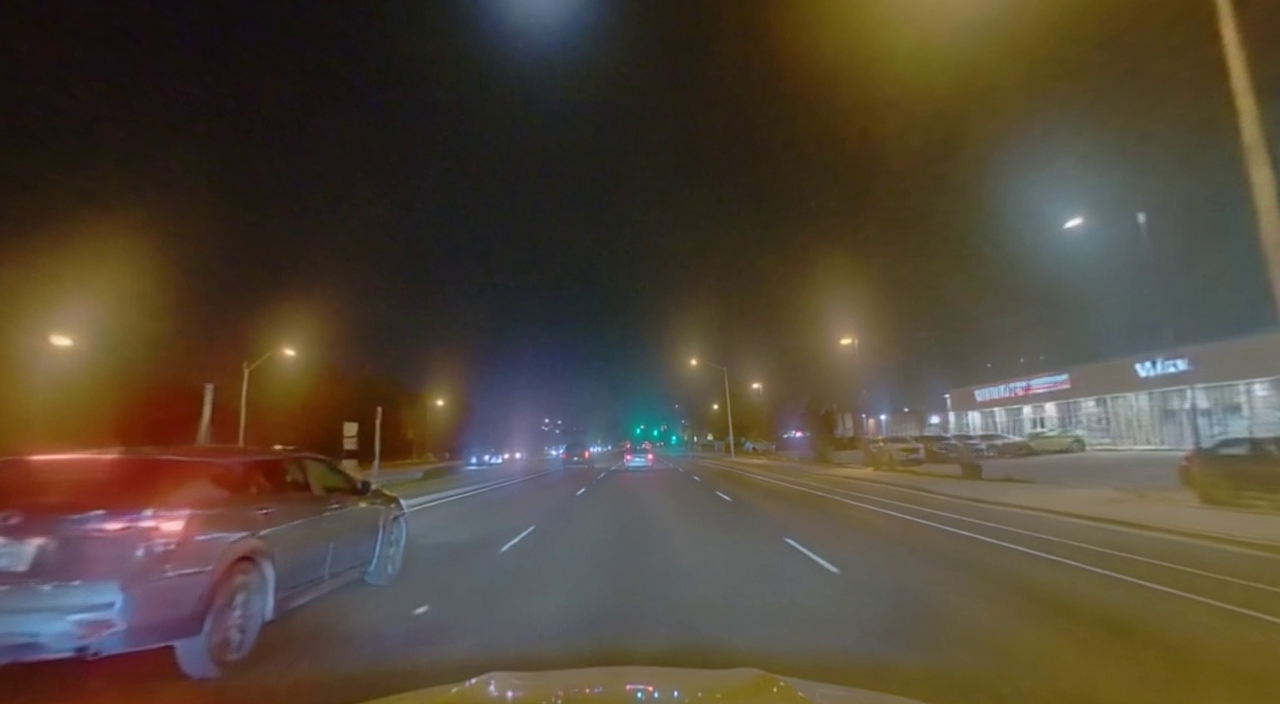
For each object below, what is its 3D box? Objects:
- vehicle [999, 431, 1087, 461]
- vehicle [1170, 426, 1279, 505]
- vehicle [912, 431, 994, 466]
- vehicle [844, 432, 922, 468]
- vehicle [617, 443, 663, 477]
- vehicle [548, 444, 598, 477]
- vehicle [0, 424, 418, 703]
[{"bbox_3d":[21.501,5.046,33.846,1.807,1.519,4.550,0,-8,1],"label":"vehicle"},{"bbox_3d":[13.328,2.215,12.337,1.914,1.523,4.747,-1,-8,3],"label":"vehicle"},{"bbox_3d":[16.262,5.054,33.058,1.930,1.713,4.756,0,-8,2],"label":"vehicle"},{"bbox_3d":[13.025,5.296,34.112,2.072,1.769,5.000,0,-8,-2],"label":"vehicle"},{"bbox_3d":[-0.017,4.981,29.247,2.019,1.459,4.005,0,-8,0],"label":"vehicle"},{"bbox_3d":[-3.200,5.254,30.818,1.939,1.496,4.309,0,-8,1],"label":"vehicle"},{"bbox_3d":[-3.566,1.396,4.998,2.003,1.488,4.282,0,-8,1],"label":"vehicle"}]
